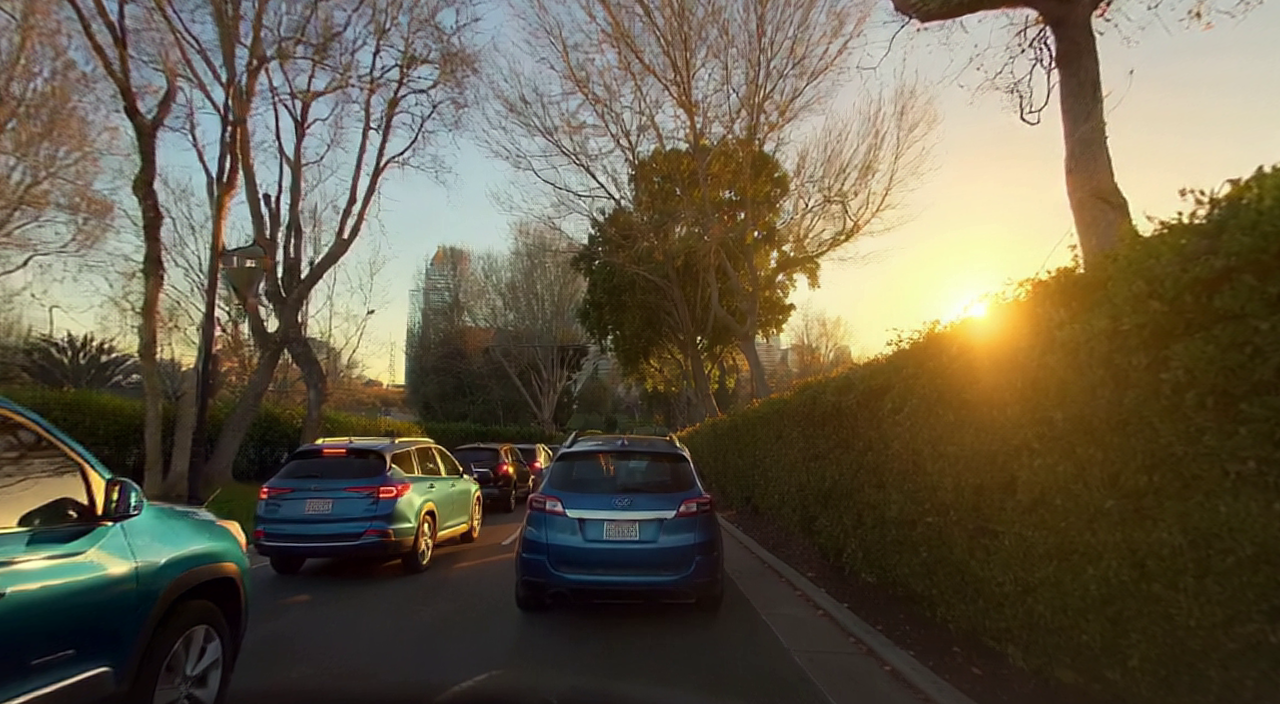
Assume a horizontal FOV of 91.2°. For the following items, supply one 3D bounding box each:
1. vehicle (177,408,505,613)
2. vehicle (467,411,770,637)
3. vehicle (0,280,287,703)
[{"bbox_3d":[-3.412,1.848,8.308,2.256,1.728,4.421,-6,-8,-2],"label":"vehicle"},{"bbox_3d":[-0.181,1.544,6.564,2.154,1.581,4.007,0,-9,-1],"label":"vehicle"},{"bbox_3d":[-3.286,0.669,1.261,2.205,1.913,5.327,-6,-8,-2],"label":"vehicle"}]
